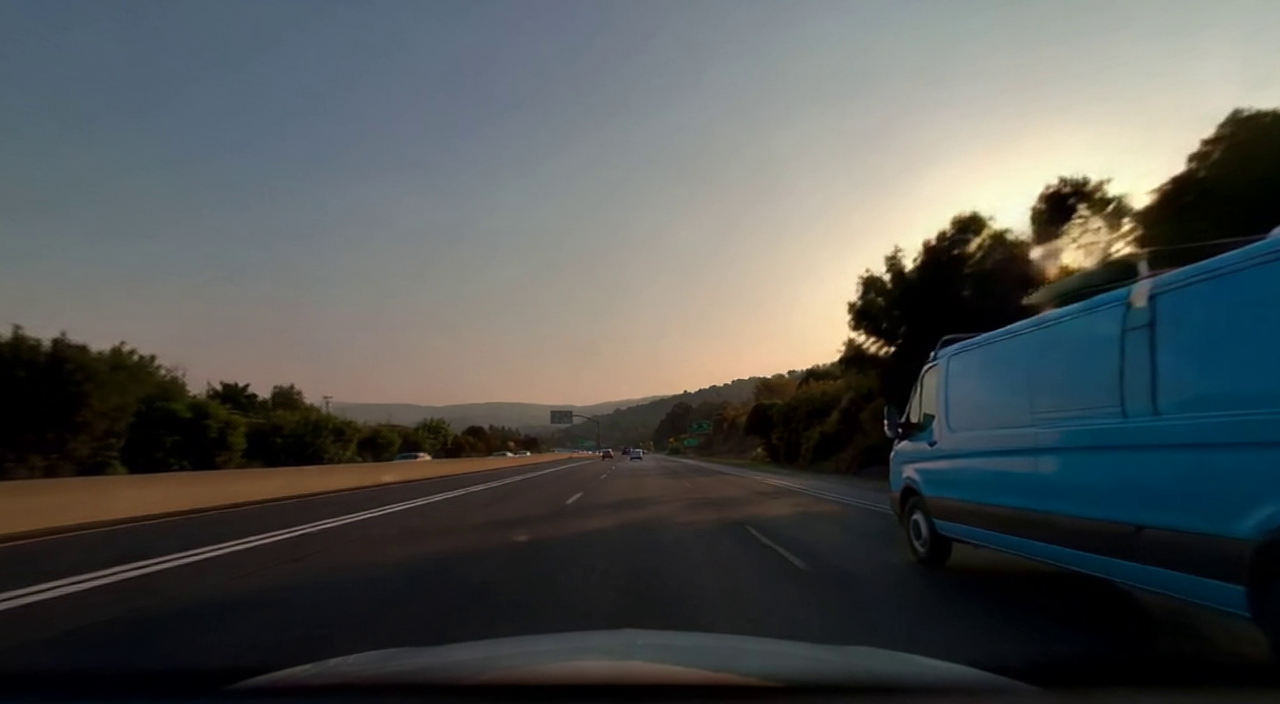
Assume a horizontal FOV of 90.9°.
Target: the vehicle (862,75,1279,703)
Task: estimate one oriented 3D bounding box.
[{"bbox_3d":[3.988,0.480,4.154,2.527,2.809,6.831,0,-9,0],"label":"vehicle"}]
